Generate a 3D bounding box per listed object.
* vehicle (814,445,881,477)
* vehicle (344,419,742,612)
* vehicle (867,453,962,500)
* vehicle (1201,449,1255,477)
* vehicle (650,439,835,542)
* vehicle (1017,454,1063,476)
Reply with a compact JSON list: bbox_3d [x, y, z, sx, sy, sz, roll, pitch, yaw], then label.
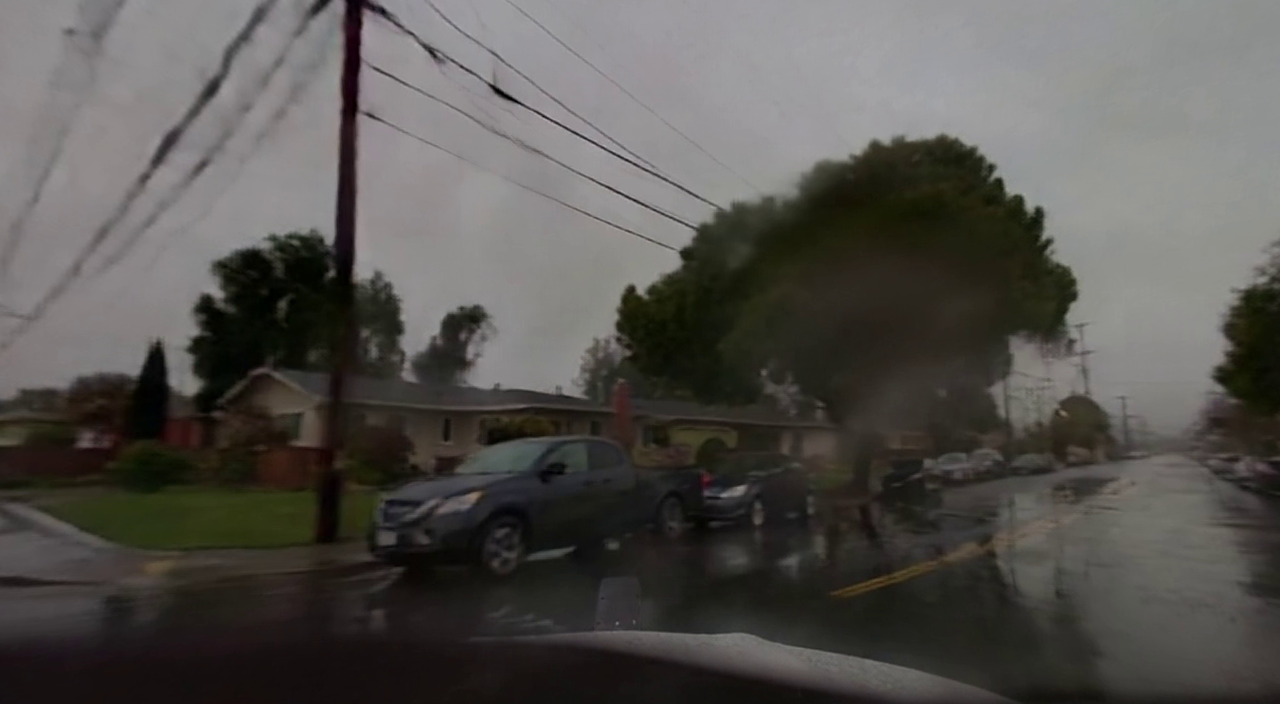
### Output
[{"bbox_3d":[12.979,6.716,39.315,2.232,1.836,5.443,-7,-11,36],"label":"vehicle"},{"bbox_3d":[-0.964,2.068,9.671,2.385,1.967,5.971,-7,-9,36],"label":"vehicle"},{"bbox_3d":[10.250,4.520,23.405,1.897,1.523,4.626,-8,-11,39],"label":"vehicle"},{"bbox_3d":[38.432,7.220,41.373,2.310,1.527,4.705,-6,-9,40],"label":"vehicle"},{"bbox_3d":[2.434,2.887,14.077,2.150,1.756,4.436,-6,-8,38],"label":"vehicle"},{"bbox_3d":[29.546,8.280,46.625,1.960,1.460,4.425,-6,-11,43],"label":"vehicle"}]
